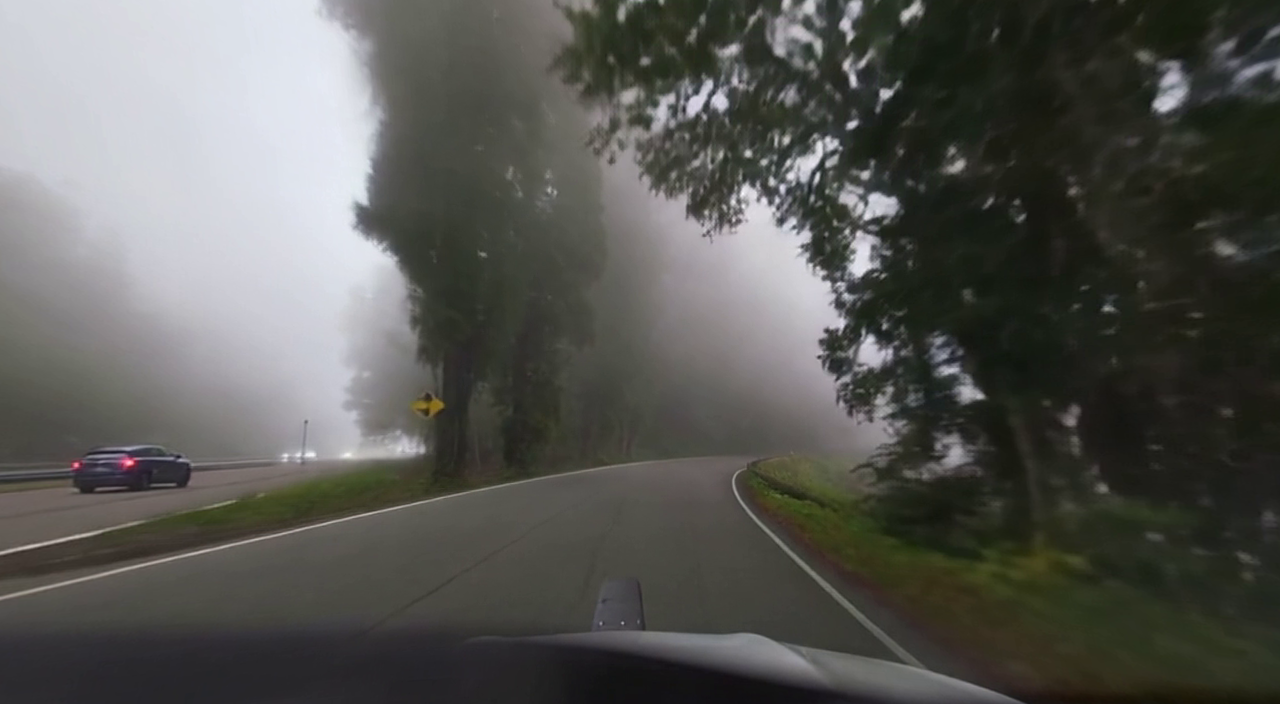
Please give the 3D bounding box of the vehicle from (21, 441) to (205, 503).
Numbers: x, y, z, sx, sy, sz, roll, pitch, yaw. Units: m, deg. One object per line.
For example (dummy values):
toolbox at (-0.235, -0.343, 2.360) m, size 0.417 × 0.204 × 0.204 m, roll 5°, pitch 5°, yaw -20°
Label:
vehicle at (-15.120, 3.447, 18.555) m, size 2.015 × 1.517 × 4.991 m, roll 2°, pitch -9°, yaw -13°
